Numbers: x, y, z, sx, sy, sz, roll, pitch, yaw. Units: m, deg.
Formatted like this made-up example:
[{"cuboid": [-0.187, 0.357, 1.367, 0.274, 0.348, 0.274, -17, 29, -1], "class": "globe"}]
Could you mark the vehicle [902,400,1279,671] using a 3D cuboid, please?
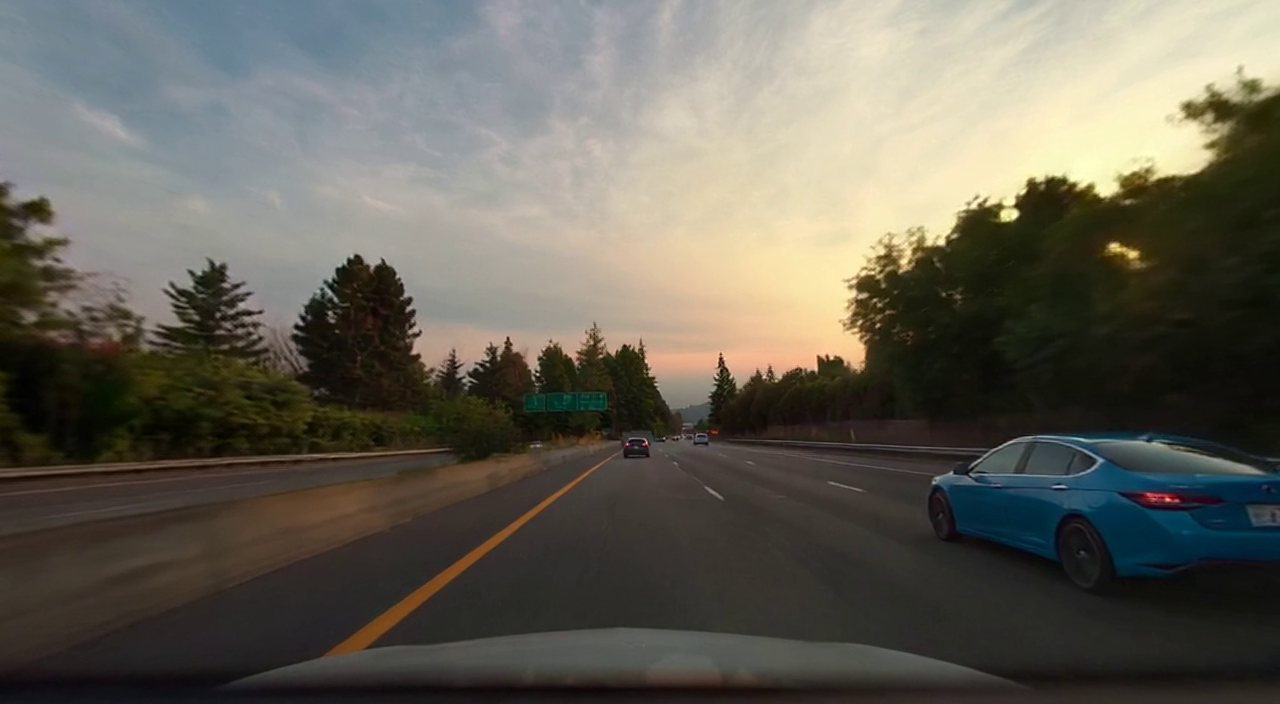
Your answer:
[{"cuboid": [4.393, 1.315, 5.694, 1.981, 1.467, 4.459, 0, -8, -2], "class": "vehicle"}]

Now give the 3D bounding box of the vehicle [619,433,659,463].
[{"cuboid": [-0.079, 5.260, 34.753, 2.046, 1.526, 3.903, 0, -8, -1], "class": "vehicle"}]
